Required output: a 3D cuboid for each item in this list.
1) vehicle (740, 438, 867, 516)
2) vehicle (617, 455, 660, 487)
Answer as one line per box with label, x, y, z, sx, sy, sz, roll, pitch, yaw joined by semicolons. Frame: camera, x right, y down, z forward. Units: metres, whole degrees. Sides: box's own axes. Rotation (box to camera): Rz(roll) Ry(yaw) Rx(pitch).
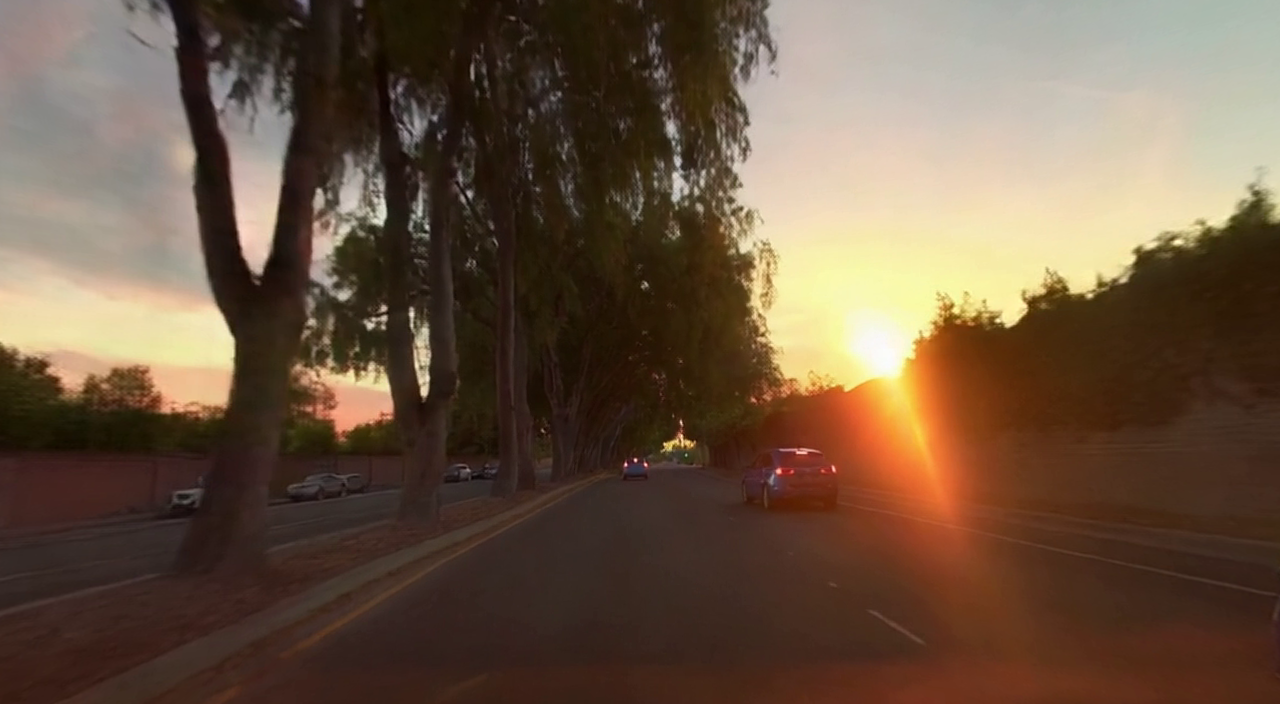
vehicle;4.200;3.339;17.146;2.155;1.752;4.456;-2;-10;-1
vehicle;-0.108;7.143;37.987;2.391;1.739;3.837;-2;-10;-1
